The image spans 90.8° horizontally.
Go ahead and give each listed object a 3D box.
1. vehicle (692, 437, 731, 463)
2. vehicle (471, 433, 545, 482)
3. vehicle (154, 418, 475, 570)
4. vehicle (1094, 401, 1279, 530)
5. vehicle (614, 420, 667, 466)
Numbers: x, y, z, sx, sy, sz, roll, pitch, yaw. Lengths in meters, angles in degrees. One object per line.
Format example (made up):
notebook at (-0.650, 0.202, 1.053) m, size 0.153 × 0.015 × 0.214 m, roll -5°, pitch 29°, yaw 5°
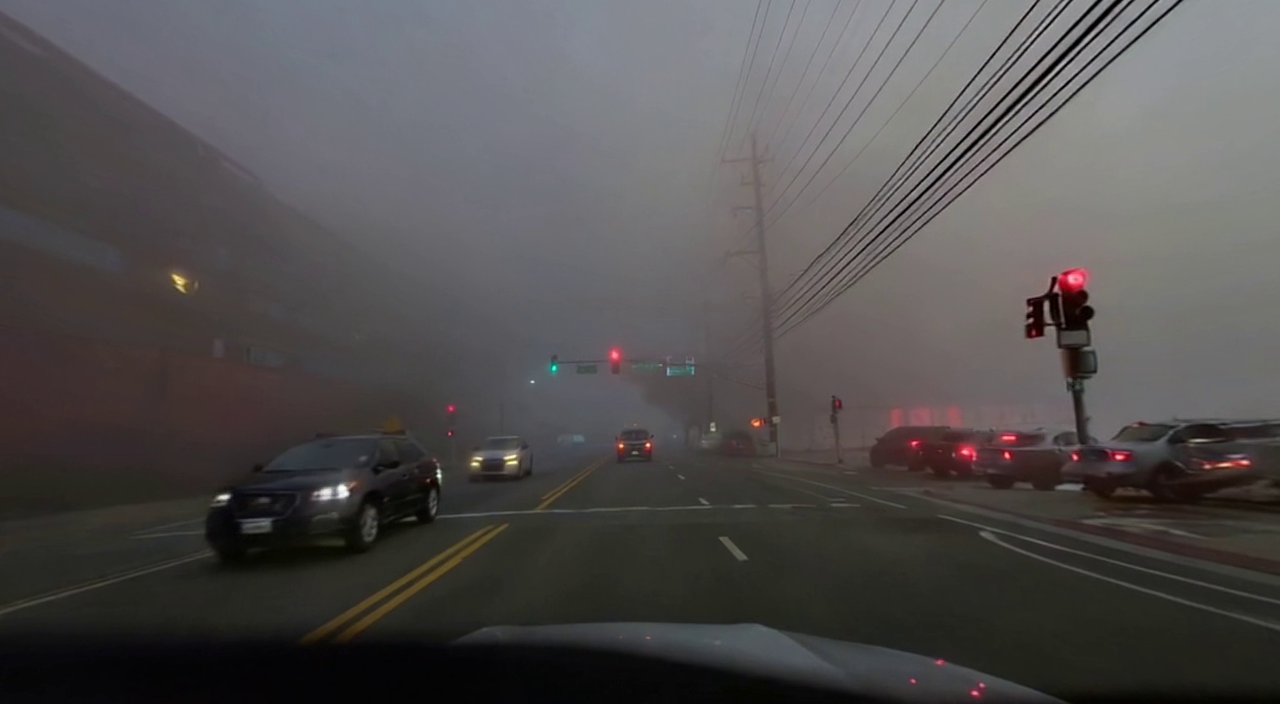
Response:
vehicle at (4.453, 6.197, 40.043) m, size 1.926 × 1.482 × 4.442 m, roll 0°, pitch -8°, yaw -1°
vehicle at (-4.599, 3.746, 22.628) m, size 1.875 × 1.595 × 3.901 m, roll 0°, pitch -8°, yaw -1°
vehicle at (-4.084, 1.862, 9.181) m, size 2.033 × 1.572 × 4.939 m, roll 0°, pitch -8°, yaw 0°
vehicle at (10.665, 1.752, 10.252) m, size 4.937 × 1.827 × 2.042 m, roll -1°, pitch -8°, yaw 0°
vehicle at (0.033, 5.114, 35.502) m, size 2.683 × 2.295 × 6.404 m, roll 0°, pitch -8°, yaw 0°
